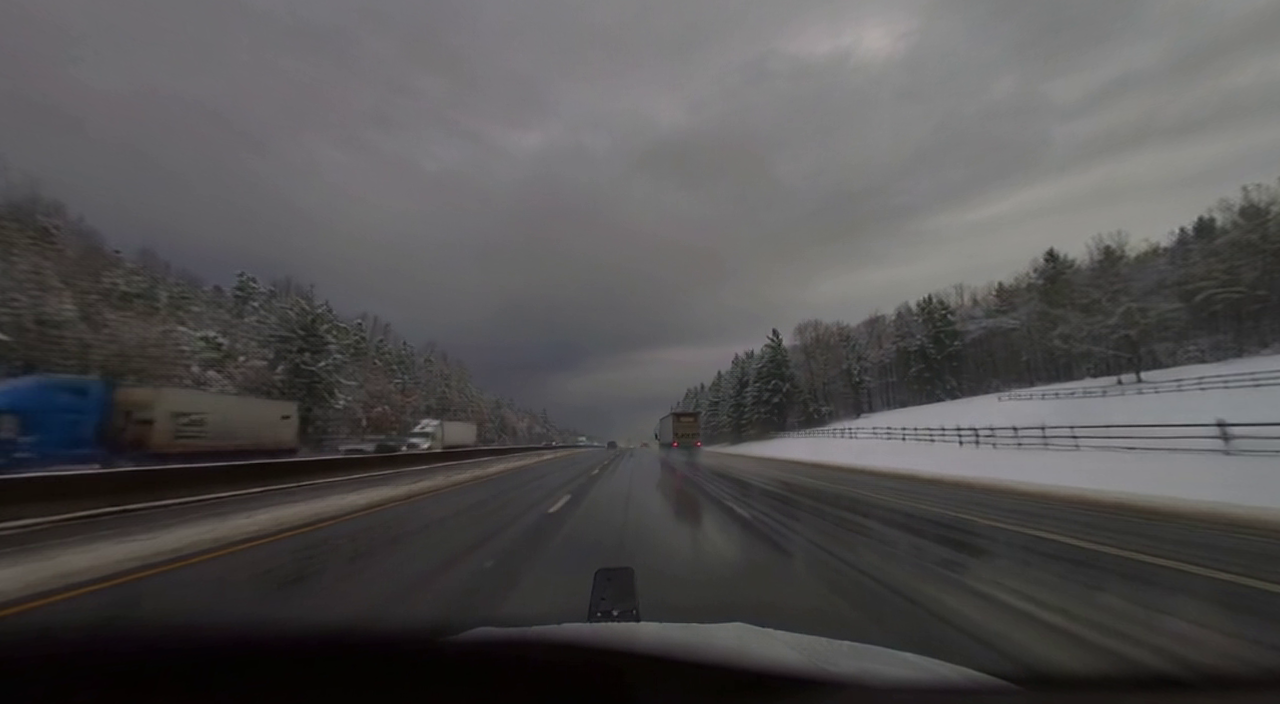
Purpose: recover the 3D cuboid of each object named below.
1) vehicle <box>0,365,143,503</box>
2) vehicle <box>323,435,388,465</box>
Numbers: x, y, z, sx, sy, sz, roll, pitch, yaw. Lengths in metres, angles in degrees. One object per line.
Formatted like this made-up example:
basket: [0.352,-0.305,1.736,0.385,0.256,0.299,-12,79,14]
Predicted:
vehicle: [-20.106,2.717,20.470,2.983,3.974,5.851,0,-8,-1]
vehicle: [-16.485,5.691,36.722,1.892,1.575,4.179,-1,-8,-1]
